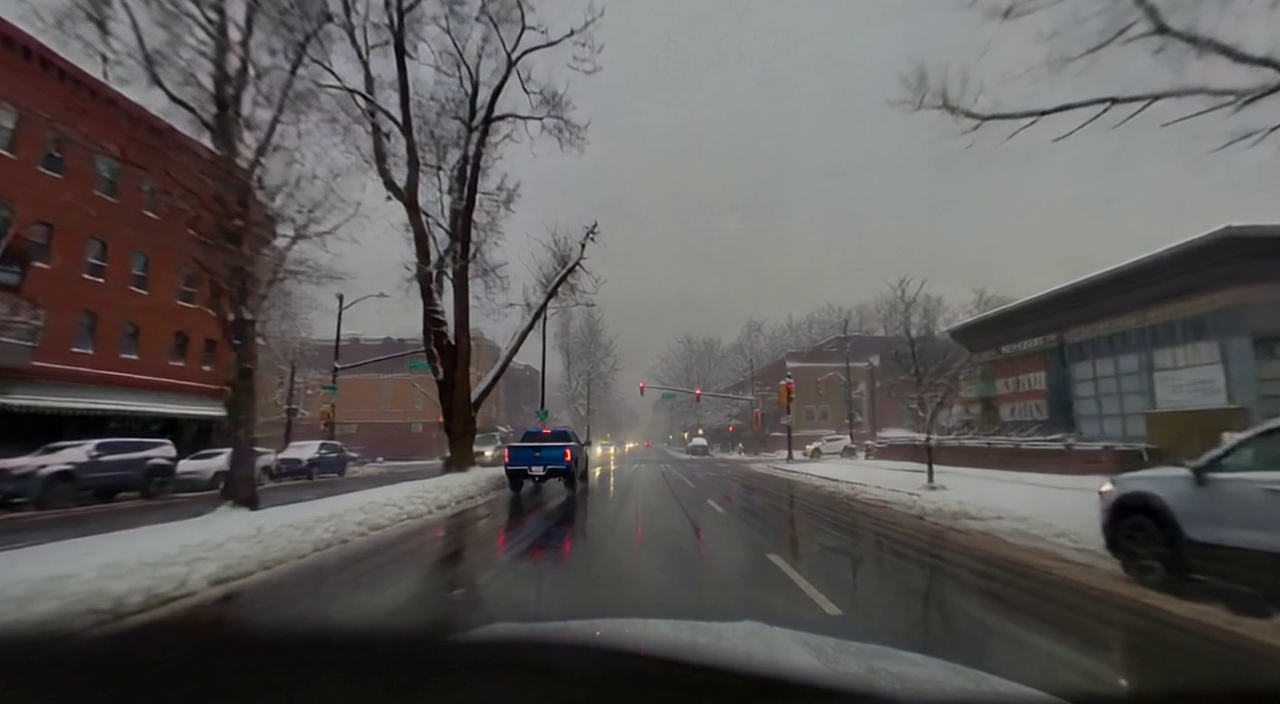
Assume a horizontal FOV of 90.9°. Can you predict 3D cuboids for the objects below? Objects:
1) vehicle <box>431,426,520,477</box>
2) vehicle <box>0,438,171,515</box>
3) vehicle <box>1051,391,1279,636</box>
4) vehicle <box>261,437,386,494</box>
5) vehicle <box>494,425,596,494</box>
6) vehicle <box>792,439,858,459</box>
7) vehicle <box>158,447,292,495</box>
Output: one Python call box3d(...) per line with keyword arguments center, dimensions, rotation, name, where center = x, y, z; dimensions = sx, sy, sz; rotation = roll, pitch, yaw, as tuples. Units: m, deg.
box3d(center=(-7.053, 4.377, 27.864), dimensions=(2.308, 1.961, 5.807), rotation=(0, -9, 1), name="vehicle")
box3d(center=(-16.079, 3.425, 17.859), dimensions=(1.948, 1.827, 4.730), rotation=(-2, -8, 0), name="vehicle")
box3d(center=(5.806, 1.204, 4.741), dimensions=(2.137, 1.795, 4.854), rotation=(0, -9, 0), name="vehicle")
box3d(center=(-10.051, 3.623, 20.449), dimensions=(1.894, 1.636, 4.057), rotation=(0, -9, 1), name="vehicle")
box3d(center=(-2.682, 3.220, 19.261), dimensions=(2.197, 1.786, 5.365), rotation=(0, -9, 1), name="vehicle")
box3d(center=(14.178, 7.470, 48.389), dimensions=(4.447, 1.484, 1.928), rotation=(0, -9, 1), name="vehicle")
box3d(center=(-16.097, 4.606, 24.870), dimensions=(2.100, 1.596, 4.739), rotation=(-2, -9, 0), name="vehicle")
